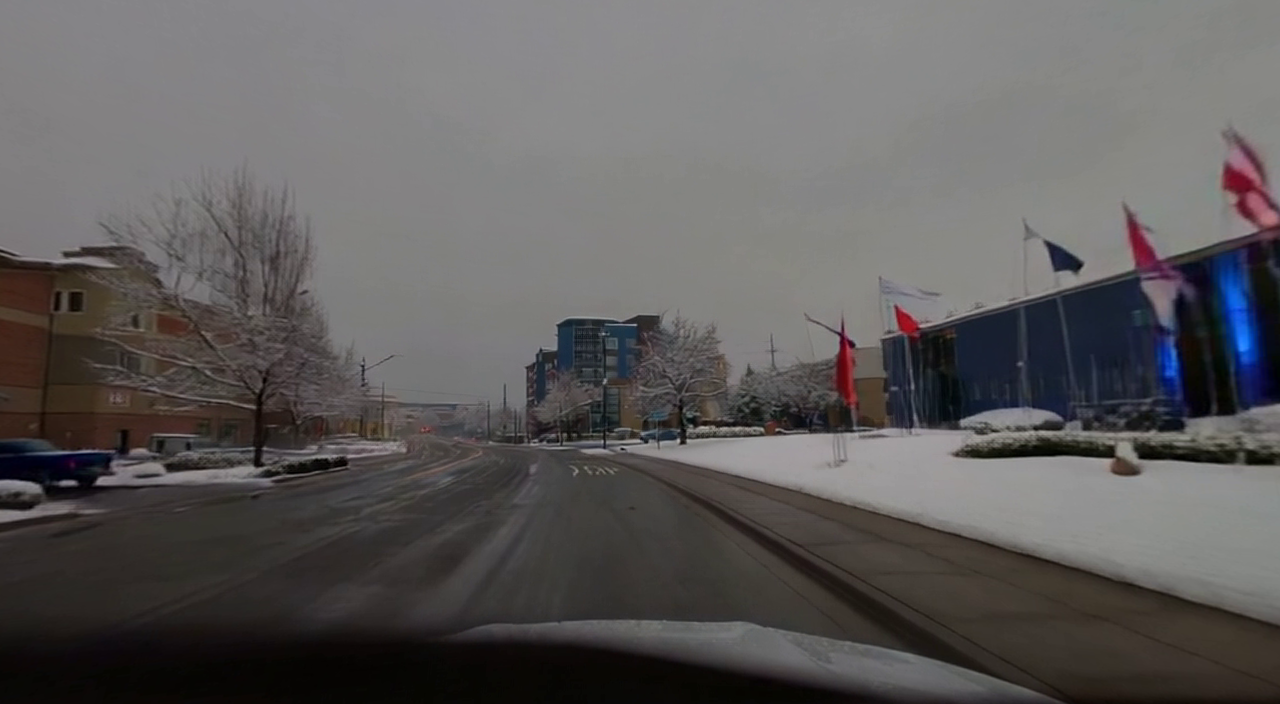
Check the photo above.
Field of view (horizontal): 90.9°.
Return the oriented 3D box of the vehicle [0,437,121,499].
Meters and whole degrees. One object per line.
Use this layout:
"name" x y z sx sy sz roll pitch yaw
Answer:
"vehicle" -16.526 3.214 17.854 1.778 1.584 2.802 2 -8 -18
